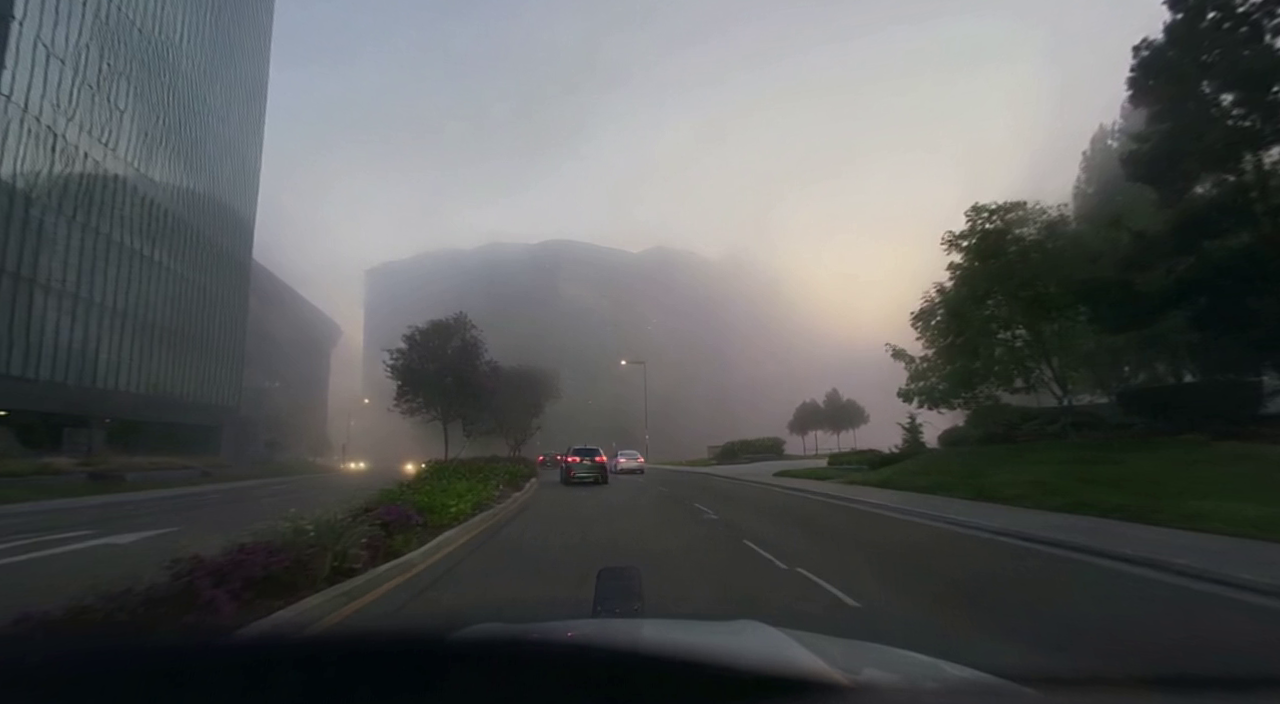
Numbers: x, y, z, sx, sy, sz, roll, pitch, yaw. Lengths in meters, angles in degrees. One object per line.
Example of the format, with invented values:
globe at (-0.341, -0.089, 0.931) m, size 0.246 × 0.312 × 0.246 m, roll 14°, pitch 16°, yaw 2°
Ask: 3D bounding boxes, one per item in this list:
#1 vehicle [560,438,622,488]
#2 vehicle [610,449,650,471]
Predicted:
vehicle at (-1.995, 4.320, 24.831) m, size 2.173 × 1.761 × 4.374 m, roll 1°, pitch -9°, yaw -6°
vehicle at (-0.803, 7.852, 45.863) m, size 2.116 × 1.506 × 4.355 m, roll 2°, pitch -9°, yaw -12°
